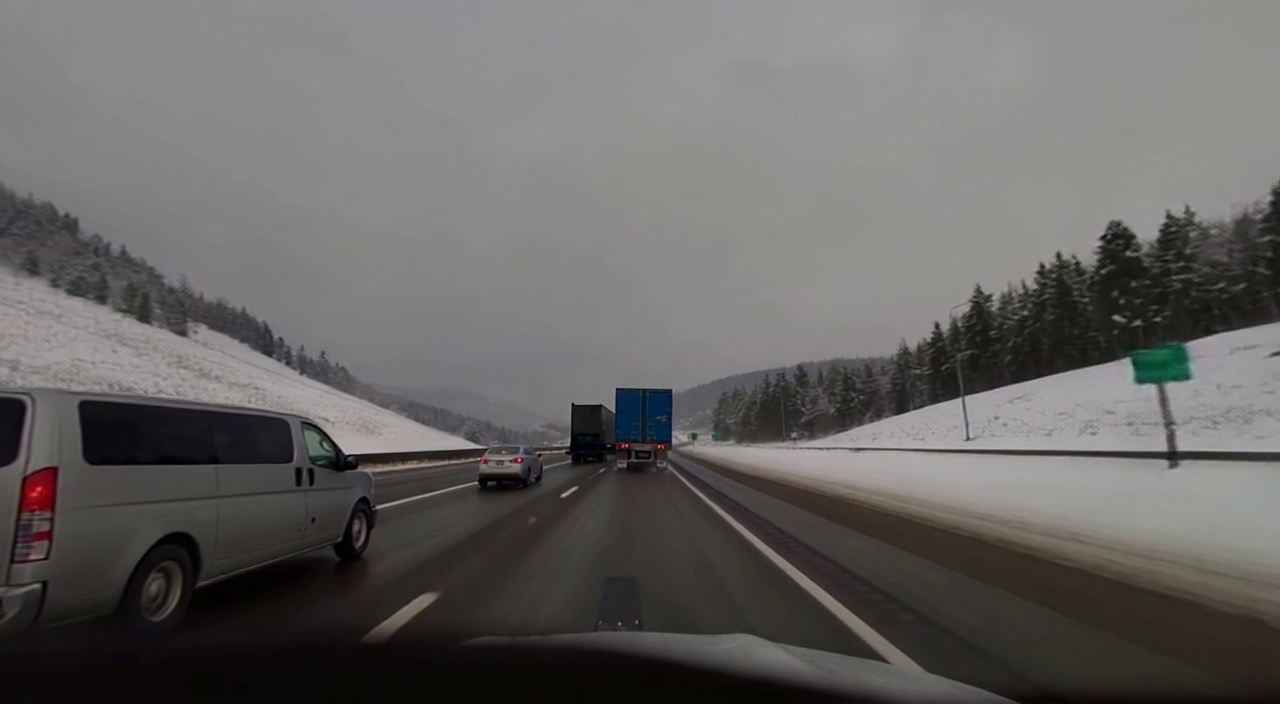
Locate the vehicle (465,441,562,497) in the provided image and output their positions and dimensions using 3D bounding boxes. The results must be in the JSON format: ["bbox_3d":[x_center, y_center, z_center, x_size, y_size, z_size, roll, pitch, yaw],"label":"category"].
[{"bbox_3d":[-3.585,3.391,18.702,1.950,1.446,4.224,0,-8,1],"label":"vehicle"}]

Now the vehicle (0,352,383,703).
[{"bbox_3d":[-4.165,1.176,4.967,2.136,1.779,4.875,0,-8,1],"label":"vehicle"}]

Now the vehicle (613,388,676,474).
[{"bbox_3d":[0.339,4.447,34.852,2.913,3.988,10.874,0,-8,1],"label":"vehicle"}]
